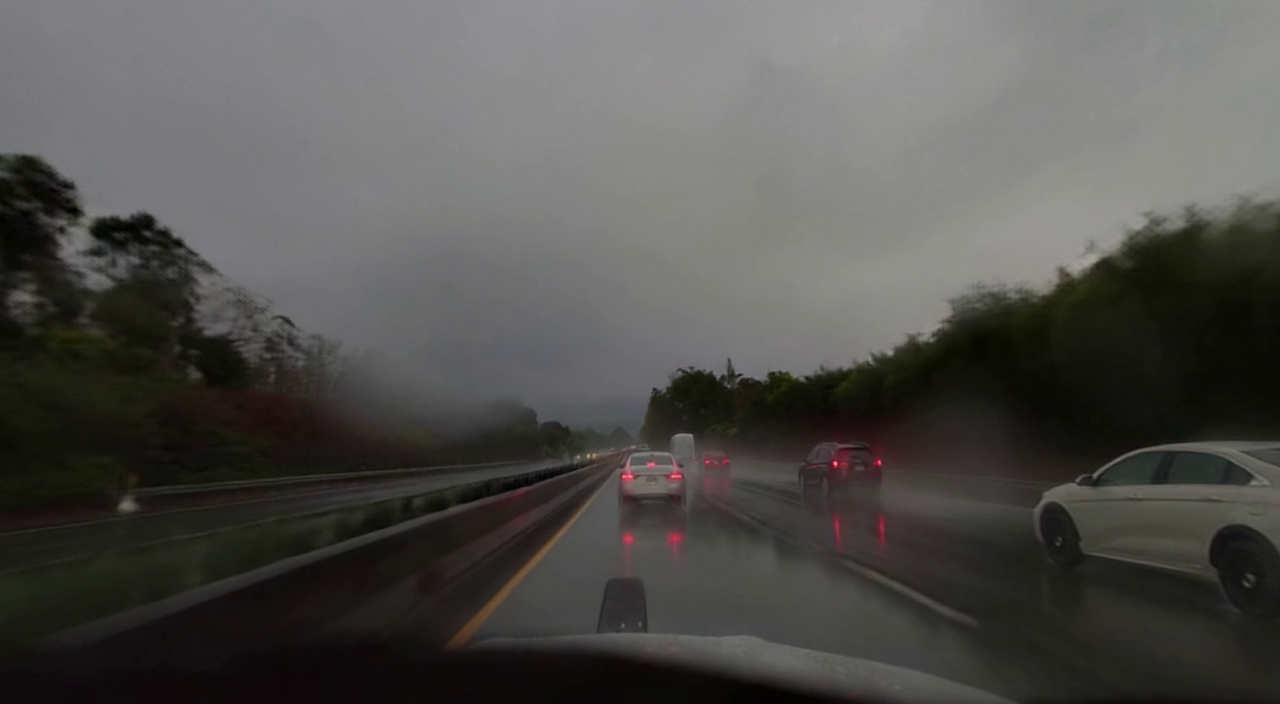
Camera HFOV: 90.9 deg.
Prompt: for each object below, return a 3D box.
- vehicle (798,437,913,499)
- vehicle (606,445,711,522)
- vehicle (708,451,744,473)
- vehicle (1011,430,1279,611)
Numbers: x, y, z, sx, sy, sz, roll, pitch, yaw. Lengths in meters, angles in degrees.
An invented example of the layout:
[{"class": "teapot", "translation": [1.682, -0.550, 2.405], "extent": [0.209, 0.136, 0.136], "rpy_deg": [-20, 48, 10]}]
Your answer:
[{"class": "vehicle", "translation": [6.533, 3.577, 19.714], "extent": [1.980, 1.702, 4.235], "rpy_deg": [0, -9, -1]}, {"class": "vehicle", "translation": [0.347, 2.911, 14.421], "extent": [2.076, 1.485, 3.774], "rpy_deg": [0, -9, 0]}, {"class": "vehicle", "translation": [6.065, 7.802, 44.839], "extent": [1.921, 1.451, 3.841], "rpy_deg": [0, -9, -2]}, {"class": "vehicle", "translation": [6.270, 1.644, 6.807], "extent": [1.965, 1.484, 4.090], "rpy_deg": [0, -9, -1]}]
